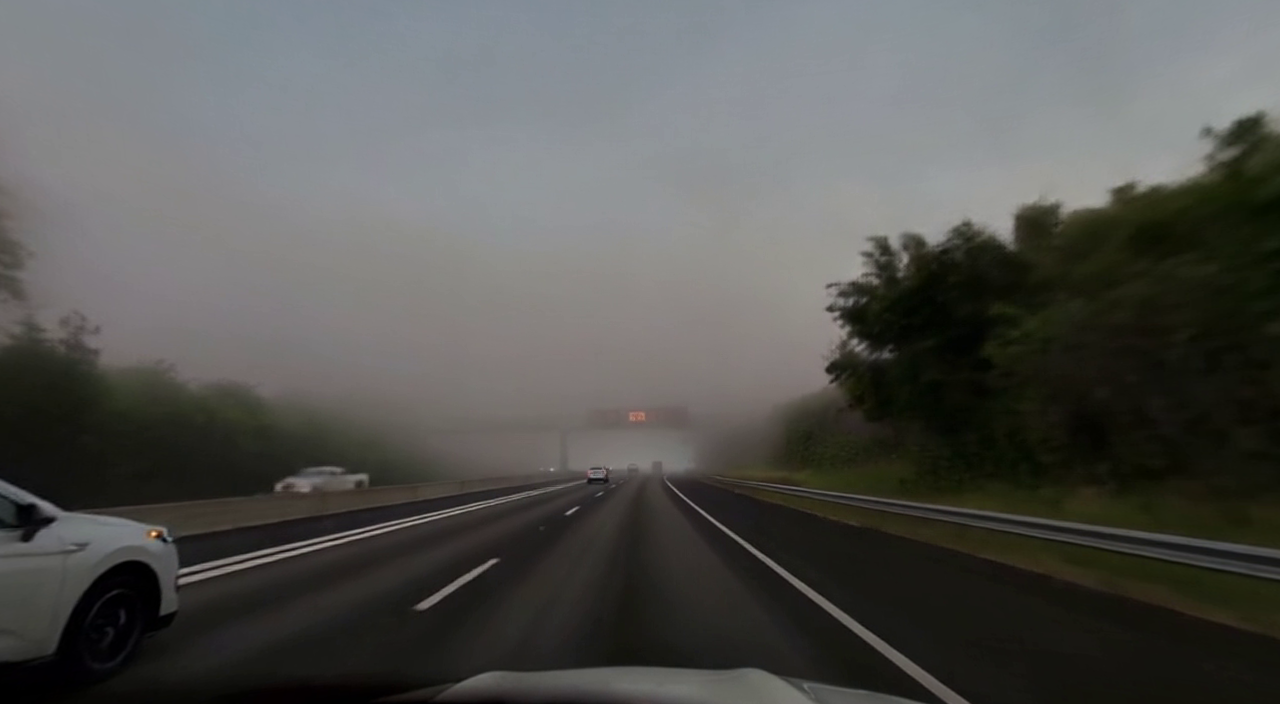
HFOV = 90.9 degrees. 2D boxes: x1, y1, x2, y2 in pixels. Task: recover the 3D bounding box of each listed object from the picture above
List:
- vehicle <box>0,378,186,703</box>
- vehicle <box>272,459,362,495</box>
[{"bbox_3d":[-4.115,0.738,1.761,2.141,1.697,4.641,1,-11,0],"label":"vehicle"},{"bbox_3d":[-14.983,5.825,29.492,1.930,1.523,4.060,1,-11,2],"label":"vehicle"}]
